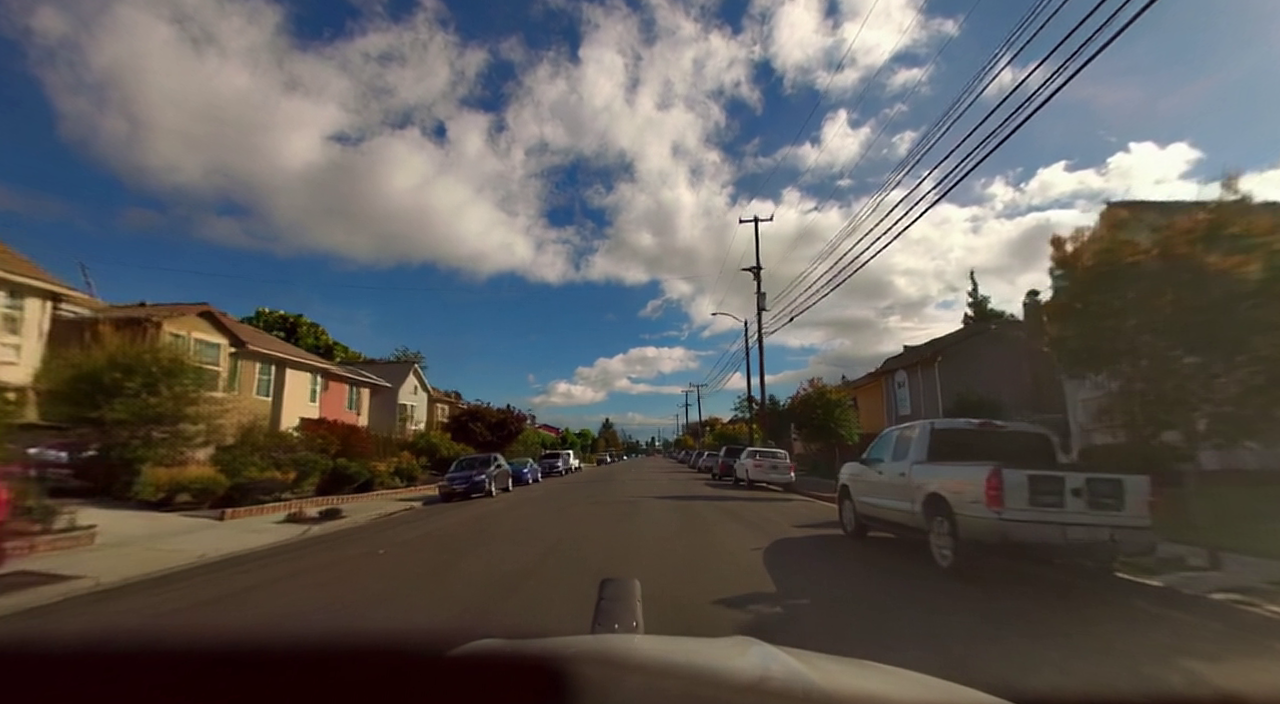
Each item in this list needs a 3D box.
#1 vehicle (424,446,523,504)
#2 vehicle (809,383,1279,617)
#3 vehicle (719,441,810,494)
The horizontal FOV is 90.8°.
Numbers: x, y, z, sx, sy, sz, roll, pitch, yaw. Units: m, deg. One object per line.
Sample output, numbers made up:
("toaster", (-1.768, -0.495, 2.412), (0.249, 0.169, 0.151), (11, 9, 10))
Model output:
("vehicle", (-5.215, 3.892, 20.474), (1.971, 1.648, 4.638), (0, -9, 0))
("vehicle", (4.421, 1.746, 8.574), (2.547, 2.075, 5.693), (0, -9, -1))
("vehicle", (4.896, 4.663, 26.028), (2.462, 1.894, 6.076), (0, -9, 0))
